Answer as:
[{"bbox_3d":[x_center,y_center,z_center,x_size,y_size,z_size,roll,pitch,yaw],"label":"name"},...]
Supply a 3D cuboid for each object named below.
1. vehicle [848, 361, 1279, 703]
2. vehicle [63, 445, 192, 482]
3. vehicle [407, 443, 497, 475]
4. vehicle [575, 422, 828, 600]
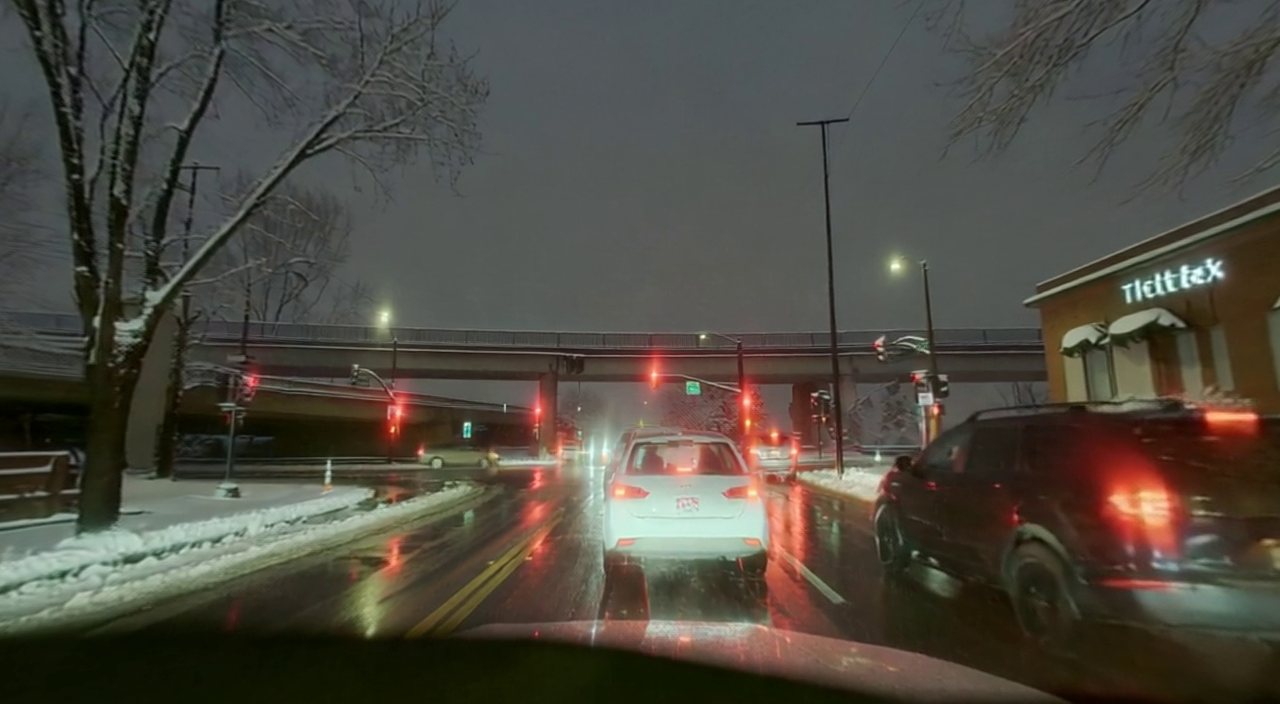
[{"bbox_3d":[3.610,1.257,5.510,2.062,1.781,4.488,0,-8,0],"label":"vehicle"},{"bbox_3d":[-24.915,5.410,30.776,4.474,1.673,2.010,0,-8,1],"label":"vehicle"},{"bbox_3d":[-9.275,5.291,31.499,1.873,1.462,4.283,-4,-9,25],"label":"vehicle"},{"bbox_3d":[0.535,1.640,7.434,2.101,1.467,4.210,0,-8,1],"label":"vehicle"}]
